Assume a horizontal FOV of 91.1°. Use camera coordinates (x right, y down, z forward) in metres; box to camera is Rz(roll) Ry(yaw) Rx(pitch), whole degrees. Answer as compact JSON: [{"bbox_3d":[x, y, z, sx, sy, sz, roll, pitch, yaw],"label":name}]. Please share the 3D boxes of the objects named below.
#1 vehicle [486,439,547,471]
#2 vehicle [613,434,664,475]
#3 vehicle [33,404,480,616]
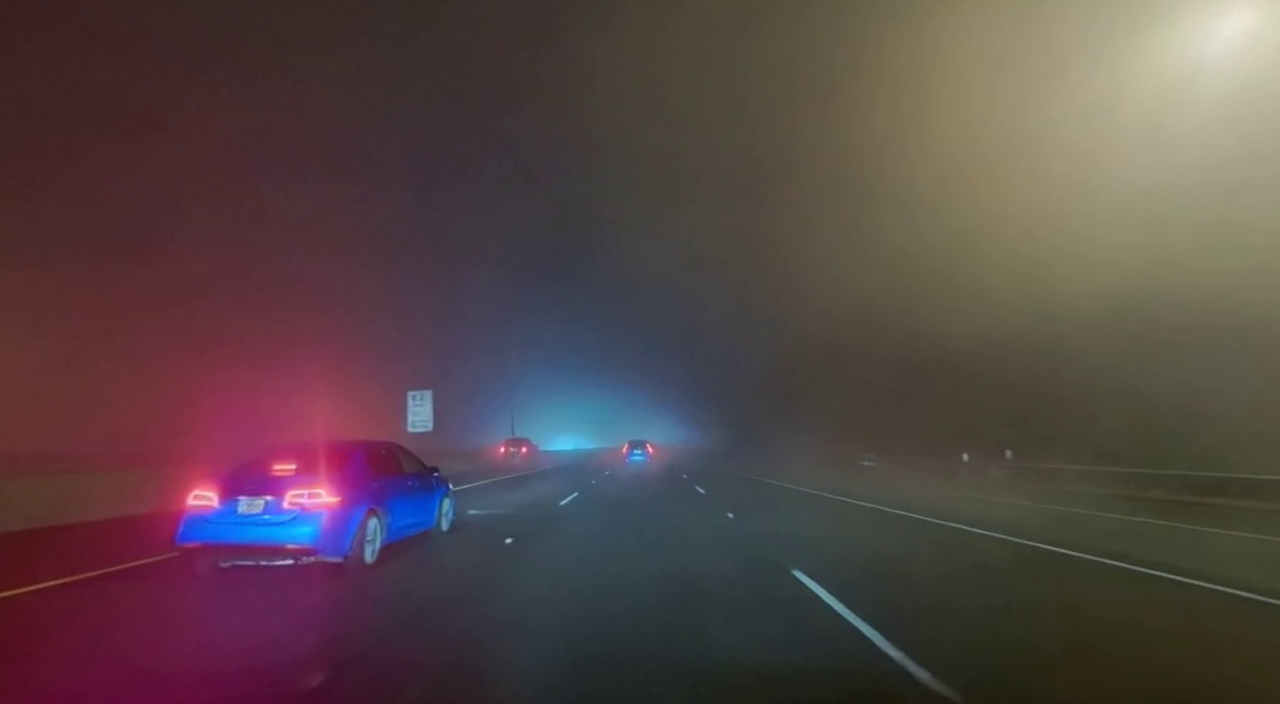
[{"bbox_3d":[-6.205,5.225,32.085,1.994,1.519,4.668,0,-9,2],"label":"vehicle"},{"bbox_3d":[-0.027,4.650,28.580,2.155,1.690,4.318,0,-9,1],"label":"vehicle"},{"bbox_3d":[-3.543,1.552,7.150,2.124,1.607,4.531,0,-9,1],"label":"vehicle"}]
